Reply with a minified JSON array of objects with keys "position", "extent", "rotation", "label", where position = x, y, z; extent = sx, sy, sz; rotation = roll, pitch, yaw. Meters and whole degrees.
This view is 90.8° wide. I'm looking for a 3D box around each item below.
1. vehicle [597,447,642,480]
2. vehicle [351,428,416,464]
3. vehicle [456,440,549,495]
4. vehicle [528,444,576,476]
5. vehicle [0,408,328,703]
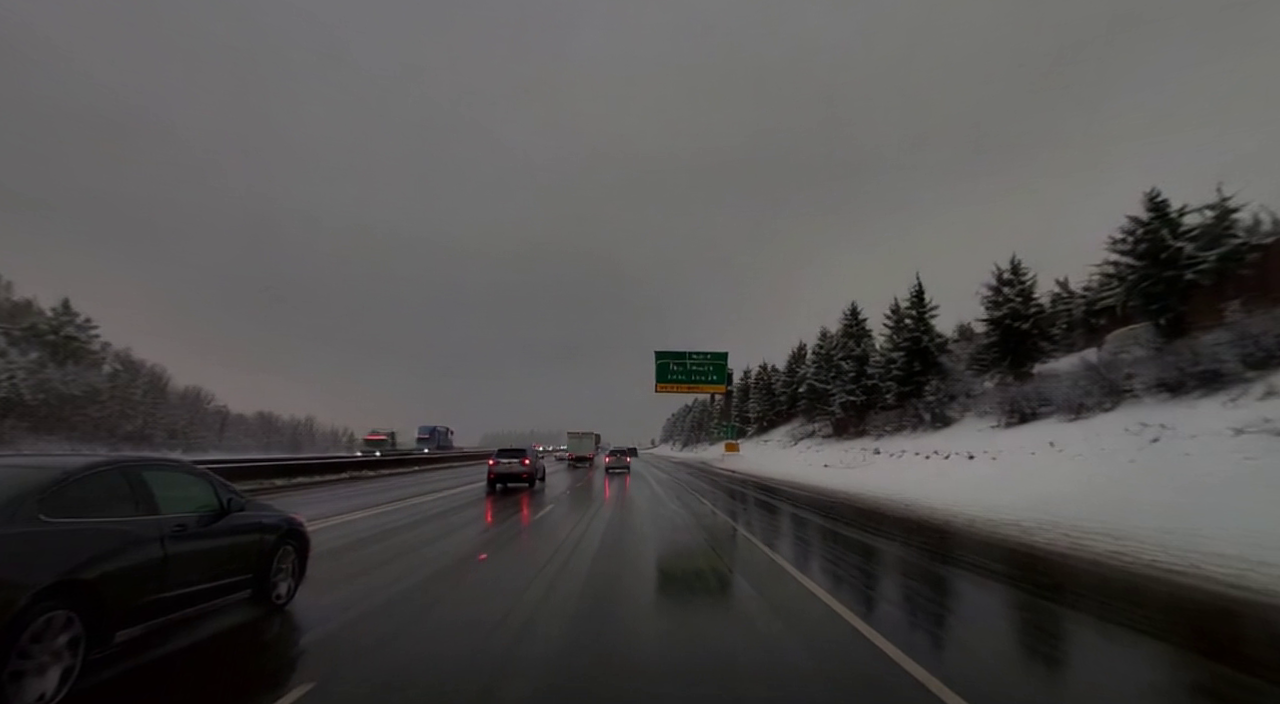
[{"position":[-0.969,5.238,29.854],"extent":[1.988,1.440,4.201],"rotation":[0,-9,-2],"label":"vehicle"},{"position":[-19.943,7.360,49.416],"extent":[2.503,2.619,6.826],"rotation":[0,-9,-3],"label":"vehicle"},{"position":[-4.403,3.784,20.997],"extent":[2.208,1.619,4.162],"rotation":[0,-9,-1],"label":"vehicle"},{"position":[-4.777,5.913,34.798],"extent":[2.118,1.624,4.032],"rotation":[0,-9,-1],"label":"vehicle"},{"position":[-3.853,1.161,3.807],"extent":[1.892,1.492,3.940],"rotation":[0,-9,0],"label":"vehicle"}]
